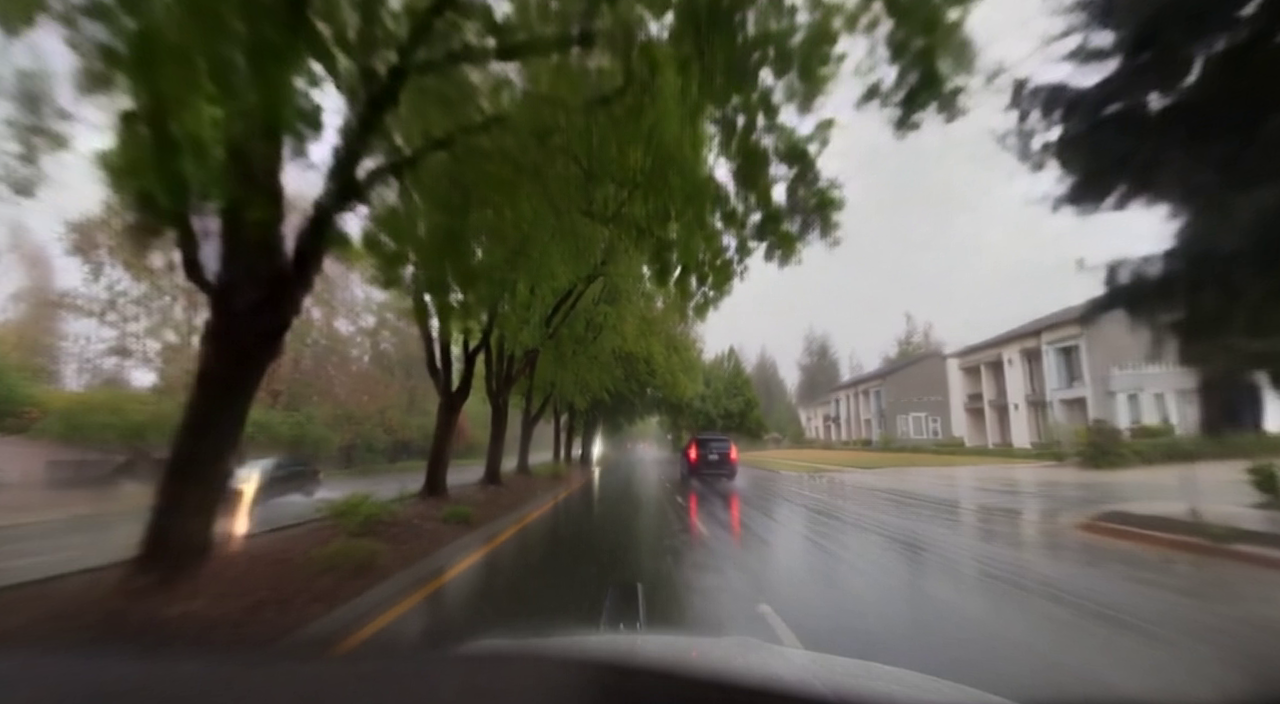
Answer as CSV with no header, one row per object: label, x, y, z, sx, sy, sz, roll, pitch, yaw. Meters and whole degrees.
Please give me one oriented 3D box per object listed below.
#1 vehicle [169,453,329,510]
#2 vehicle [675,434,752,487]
vehicle,-11.792,3.910,19.538,1.968,1.476,4.631,0,-8,0
vehicle,2.523,3.865,22.860,2.164,1.725,4.285,0,-8,-1
